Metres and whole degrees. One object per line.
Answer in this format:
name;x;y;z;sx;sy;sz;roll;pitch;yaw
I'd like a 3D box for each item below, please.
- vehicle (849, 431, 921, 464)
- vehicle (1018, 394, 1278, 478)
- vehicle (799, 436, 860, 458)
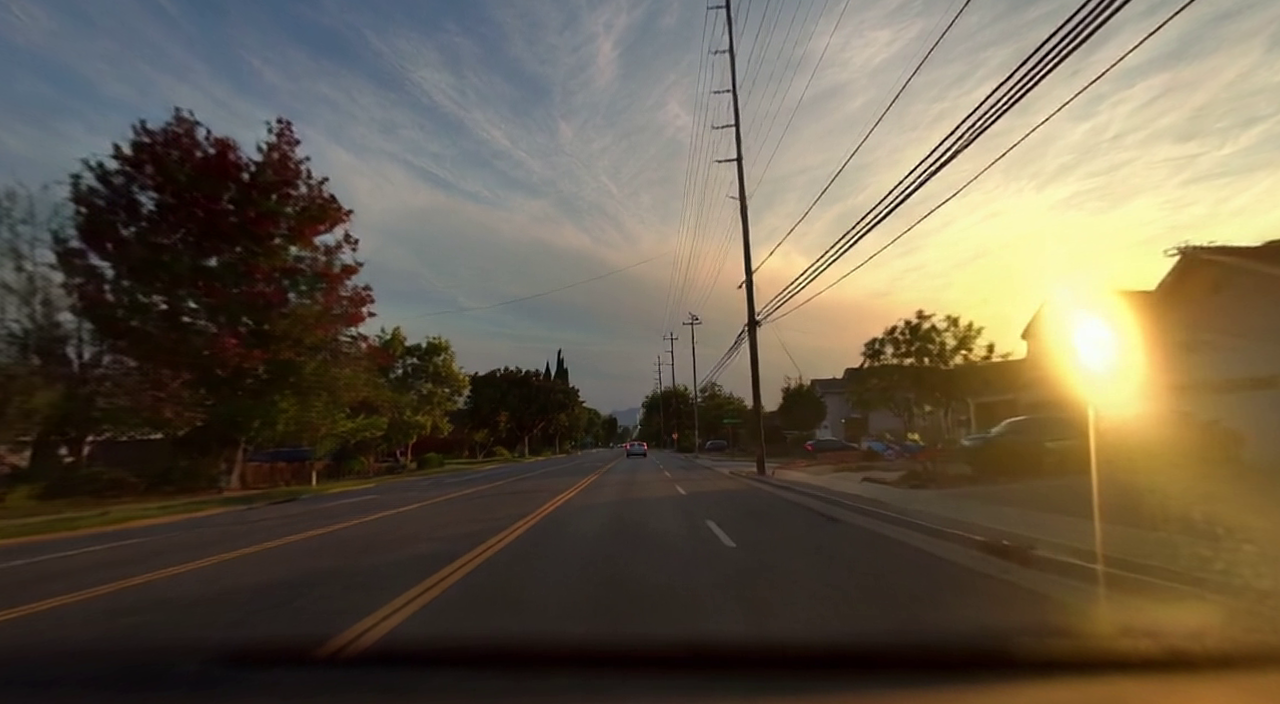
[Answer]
vehicle;12.203;4.782;31.643;1.846;1.523;4.492;0;-8;1
vehicle;13.031;2.205;16.452;4.905;2.056;2.058;0;-9;0
vehicle;14.174;7.111;47.215;3.855;1.548;1.937;0;-8;-8
